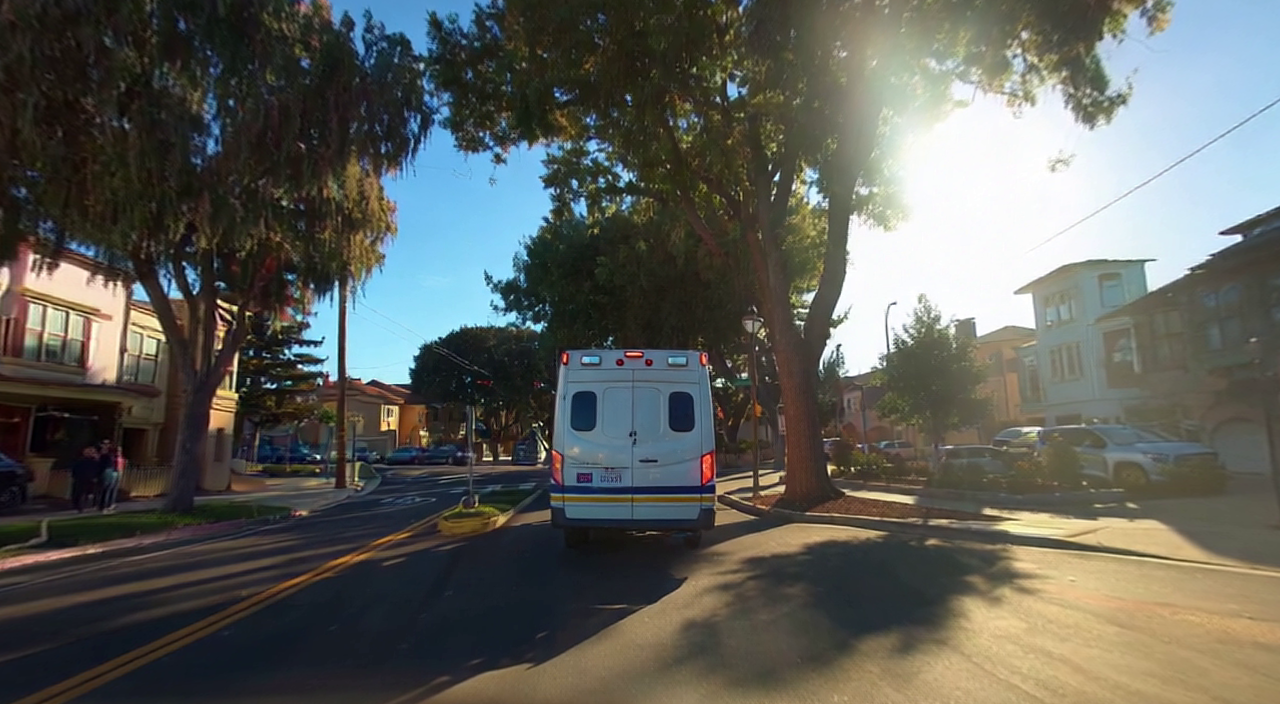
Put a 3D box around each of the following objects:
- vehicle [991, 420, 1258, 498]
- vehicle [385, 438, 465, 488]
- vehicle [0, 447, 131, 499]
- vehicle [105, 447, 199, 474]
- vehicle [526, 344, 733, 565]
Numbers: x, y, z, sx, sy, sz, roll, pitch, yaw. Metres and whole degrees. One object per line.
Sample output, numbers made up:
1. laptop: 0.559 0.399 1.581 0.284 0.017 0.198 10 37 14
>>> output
1. vehicle: 13.125 2.950 17.596 5.270 1.966 2.329 -2 -8 11
2. vehicle: -8.695 4.363 25.267 2.290 1.776 4.947 4 -9 -26
3. vehicle: -18.857 3.711 19.574 4.412 1.468 1.914 0 -8 -2
4. vehicle: -33.302 7.388 43.247 4.616 1.738 1.974 3 -9 -21
5. vehicle: -0.153 1.602 10.383 2.444 2.640 5.482 0 -8 0
